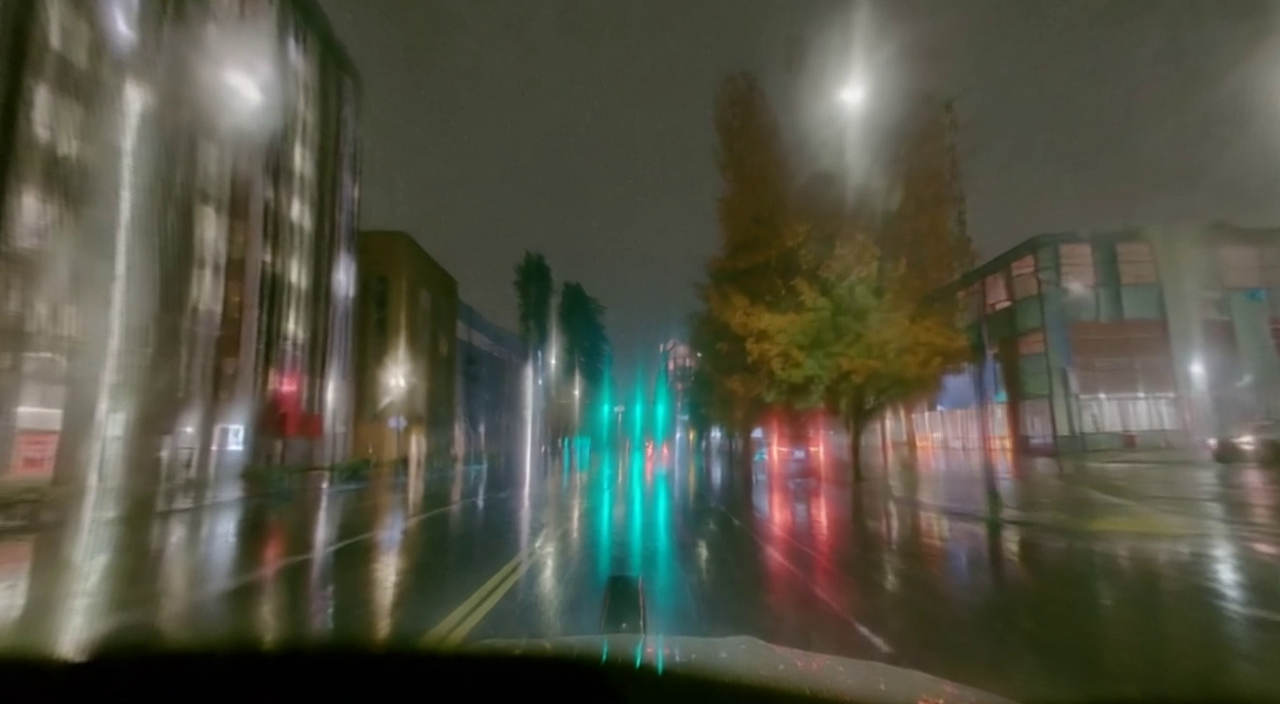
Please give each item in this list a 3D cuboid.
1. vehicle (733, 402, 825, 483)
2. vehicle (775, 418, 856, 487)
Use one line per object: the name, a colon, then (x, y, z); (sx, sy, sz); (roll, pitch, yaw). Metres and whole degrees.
vehicle: (6.128, 4.122, 28.792); (2.750, 3.269, 6.333); (0, -8, 0)
vehicle: (6.598, 3.804, 24.010); (2.021, 2.433, 3.088); (0, -8, -2)
